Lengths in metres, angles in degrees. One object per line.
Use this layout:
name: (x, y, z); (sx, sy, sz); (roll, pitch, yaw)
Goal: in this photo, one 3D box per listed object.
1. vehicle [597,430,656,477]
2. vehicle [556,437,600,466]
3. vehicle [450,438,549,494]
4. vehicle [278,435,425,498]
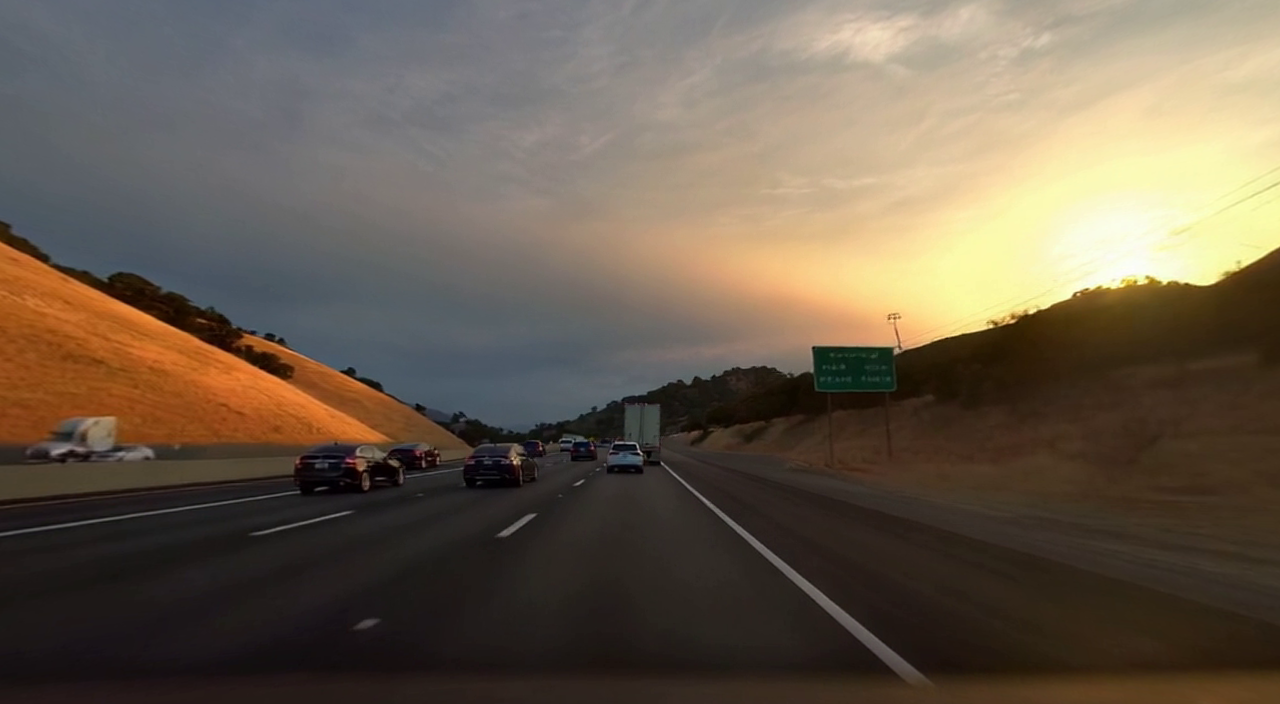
vehicle: (-0.520, 4.302, 26.829); (2.281, 1.795, 4.297); (1, -9, 0)
vehicle: (-3.765, 6.171, 39.077); (2.155, 1.661, 4.477); (0, -9, 1)
vehicle: (-4.123, 3.422, 19.316); (1.943, 1.468, 4.547); (1, -9, 0)
vehicle: (-7.789, 3.126, 17.551); (2.029, 1.507, 4.204); (1, -9, 1)
